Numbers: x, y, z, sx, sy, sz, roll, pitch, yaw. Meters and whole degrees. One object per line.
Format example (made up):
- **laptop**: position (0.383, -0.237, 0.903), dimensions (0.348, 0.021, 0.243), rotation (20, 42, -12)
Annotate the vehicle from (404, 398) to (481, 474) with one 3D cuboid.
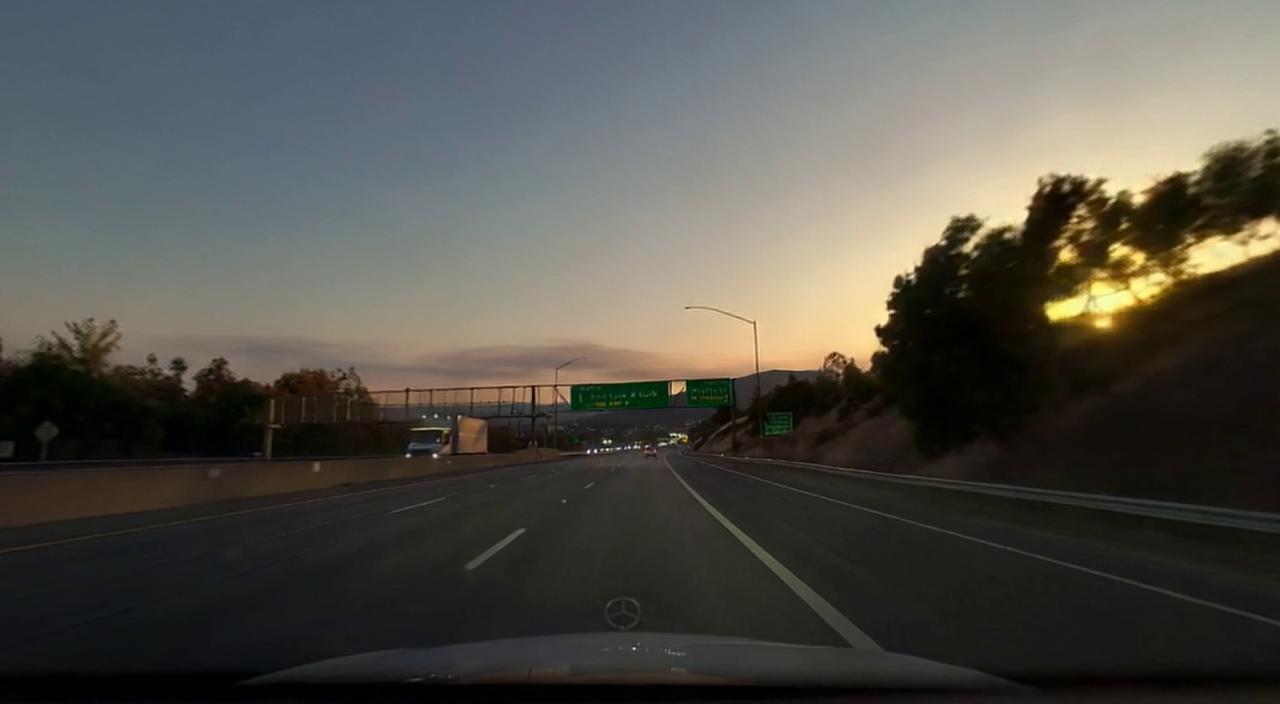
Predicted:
- **vehicle**: position (-10.814, 4.688, 34.872), dimensions (2.818, 3.939, 3.780), rotation (0, -9, 1)
